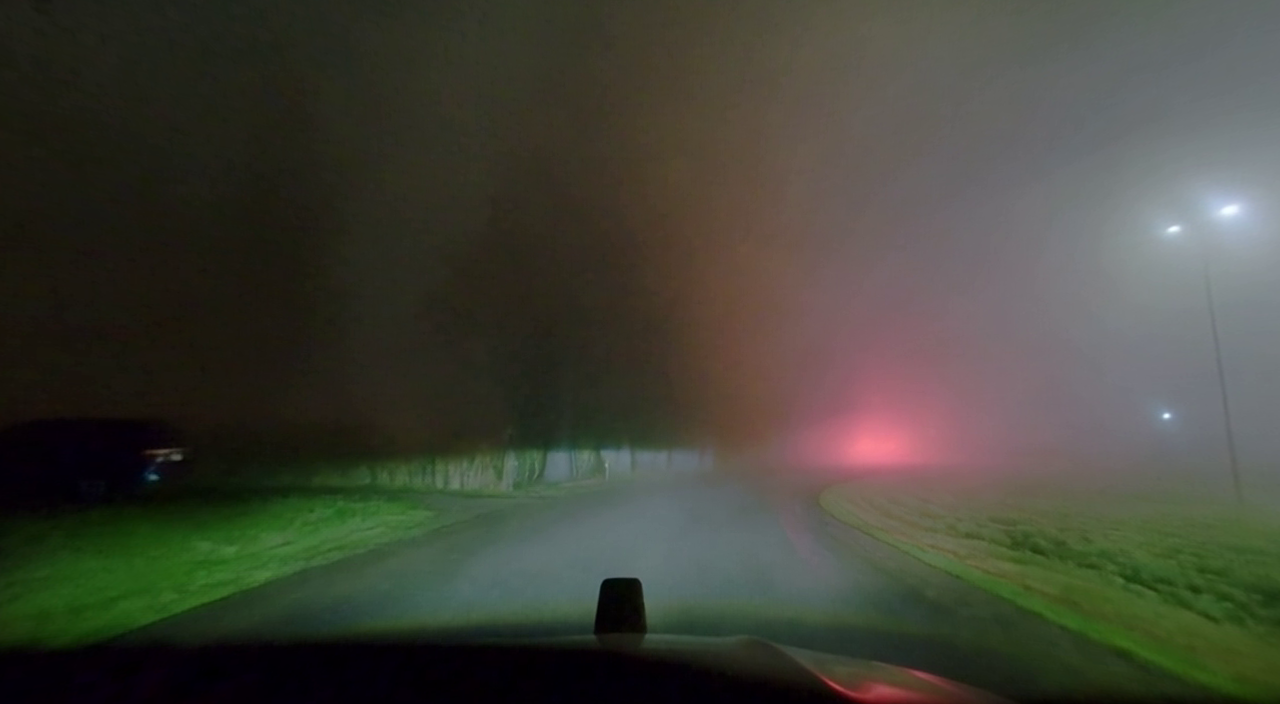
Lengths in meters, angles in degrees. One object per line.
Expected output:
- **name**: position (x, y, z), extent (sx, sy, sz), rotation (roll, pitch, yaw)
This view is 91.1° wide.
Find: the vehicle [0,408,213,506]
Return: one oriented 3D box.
- **vehicle**: position (-10.842, 1.918, 11.600), extent (4.594, 1.607, 1.873), rotation (-1, -8, 5)
